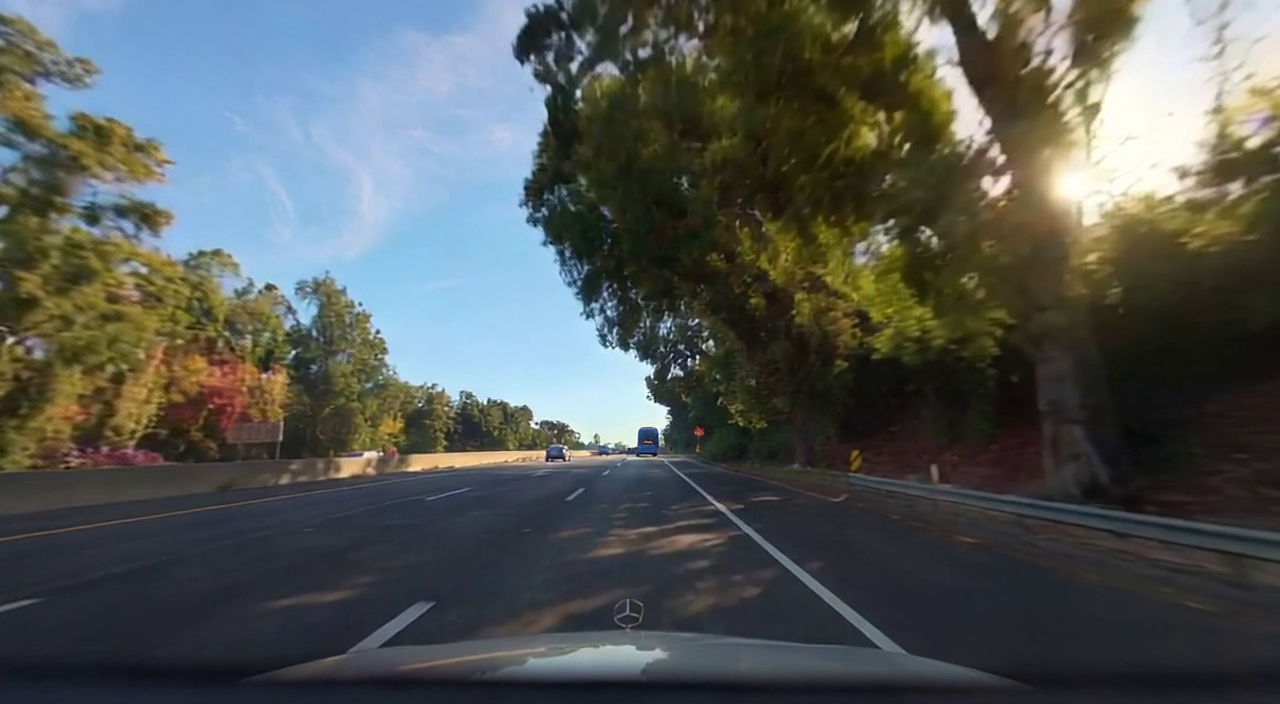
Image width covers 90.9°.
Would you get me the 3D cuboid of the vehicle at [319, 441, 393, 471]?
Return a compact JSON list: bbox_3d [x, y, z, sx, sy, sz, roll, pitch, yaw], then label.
[{"bbox_3d":[-17.094,6.273,38.302,2.082,1.674,5.056,0,-8,1],"label":"vehicle"}]
